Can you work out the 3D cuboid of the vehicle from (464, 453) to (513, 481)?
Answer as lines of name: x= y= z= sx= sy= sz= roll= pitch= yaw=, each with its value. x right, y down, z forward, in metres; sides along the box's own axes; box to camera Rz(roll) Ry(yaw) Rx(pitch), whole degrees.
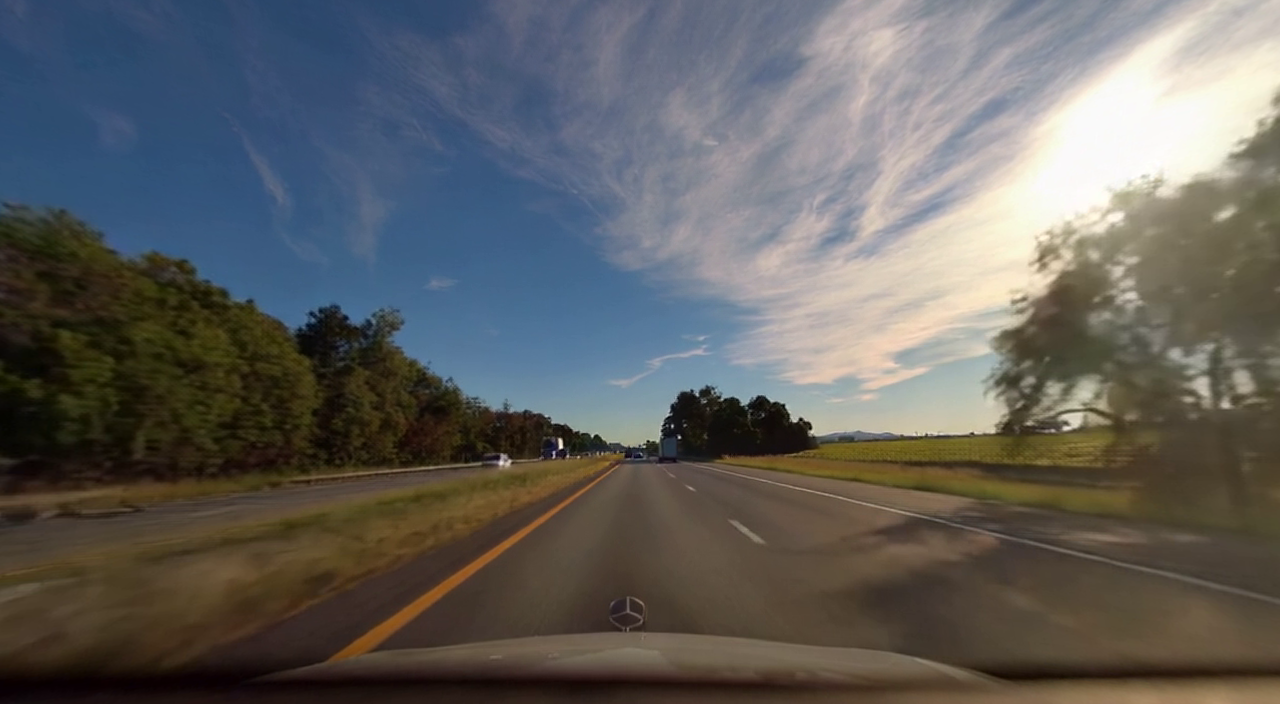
vehicle: x=-8.757 y=6.657 z=36.741 sx=1.858 sy=1.512 sz=4.033 roll=0 pitch=-9 yaw=0
